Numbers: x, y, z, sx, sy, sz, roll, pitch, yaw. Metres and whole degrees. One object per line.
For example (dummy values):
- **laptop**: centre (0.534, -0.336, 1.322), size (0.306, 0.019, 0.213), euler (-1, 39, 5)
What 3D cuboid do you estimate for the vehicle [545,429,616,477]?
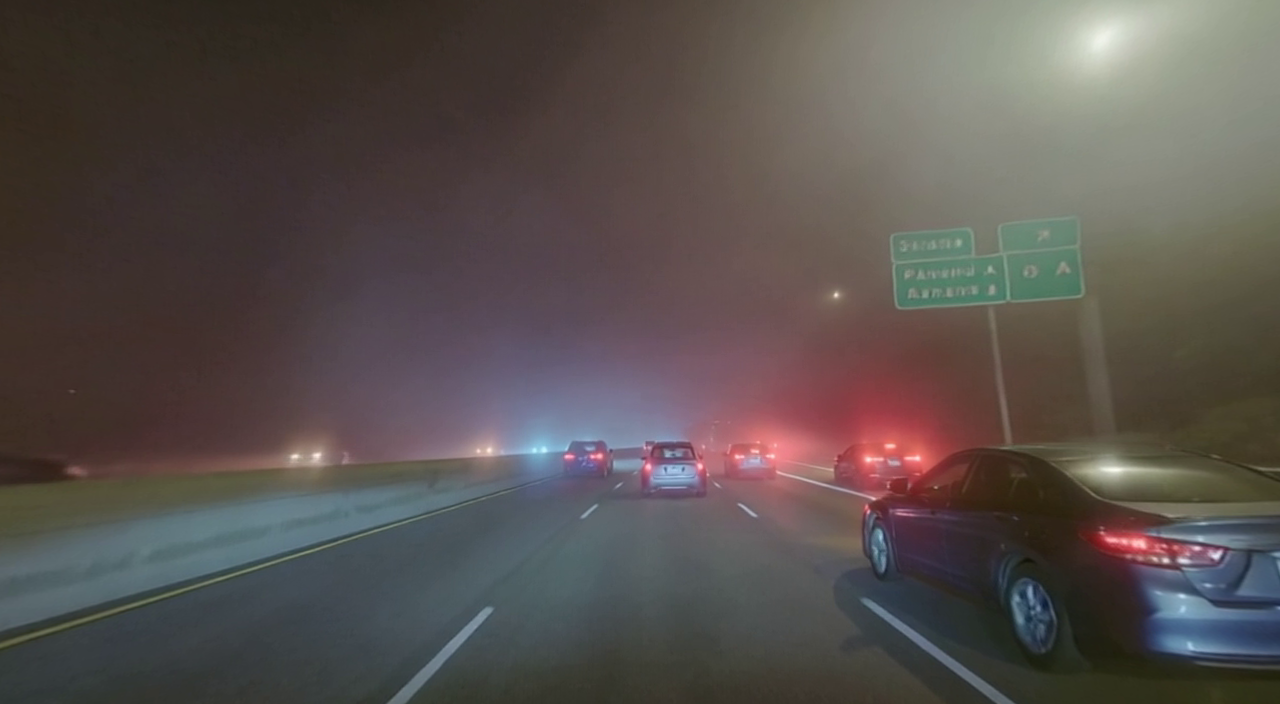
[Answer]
- **vehicle**: centre (-2.546, 4.561, 28.551), size (2.434, 1.965, 5.305), euler (0, -9, 3)

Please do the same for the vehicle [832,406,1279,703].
- **vehicle**: centre (3.188, 1.319, 4.853), size (2.009, 1.489, 4.559), euler (0, -9, 0)

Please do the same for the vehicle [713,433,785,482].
- **vehicle**: centre (4.061, 4.028, 24.166), size (2.076, 1.684, 4.241), euler (0, -9, 1)

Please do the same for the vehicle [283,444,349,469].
- **vehicle**: centre (-21.805, 7.054, 42.565), size (1.886, 1.571, 4.375), euler (-1, -9, 4)

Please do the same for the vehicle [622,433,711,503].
- **vehicle**: centre (0.679, 3.000, 16.638), size (2.074, 1.614, 3.803), euler (0, -9, 2)
